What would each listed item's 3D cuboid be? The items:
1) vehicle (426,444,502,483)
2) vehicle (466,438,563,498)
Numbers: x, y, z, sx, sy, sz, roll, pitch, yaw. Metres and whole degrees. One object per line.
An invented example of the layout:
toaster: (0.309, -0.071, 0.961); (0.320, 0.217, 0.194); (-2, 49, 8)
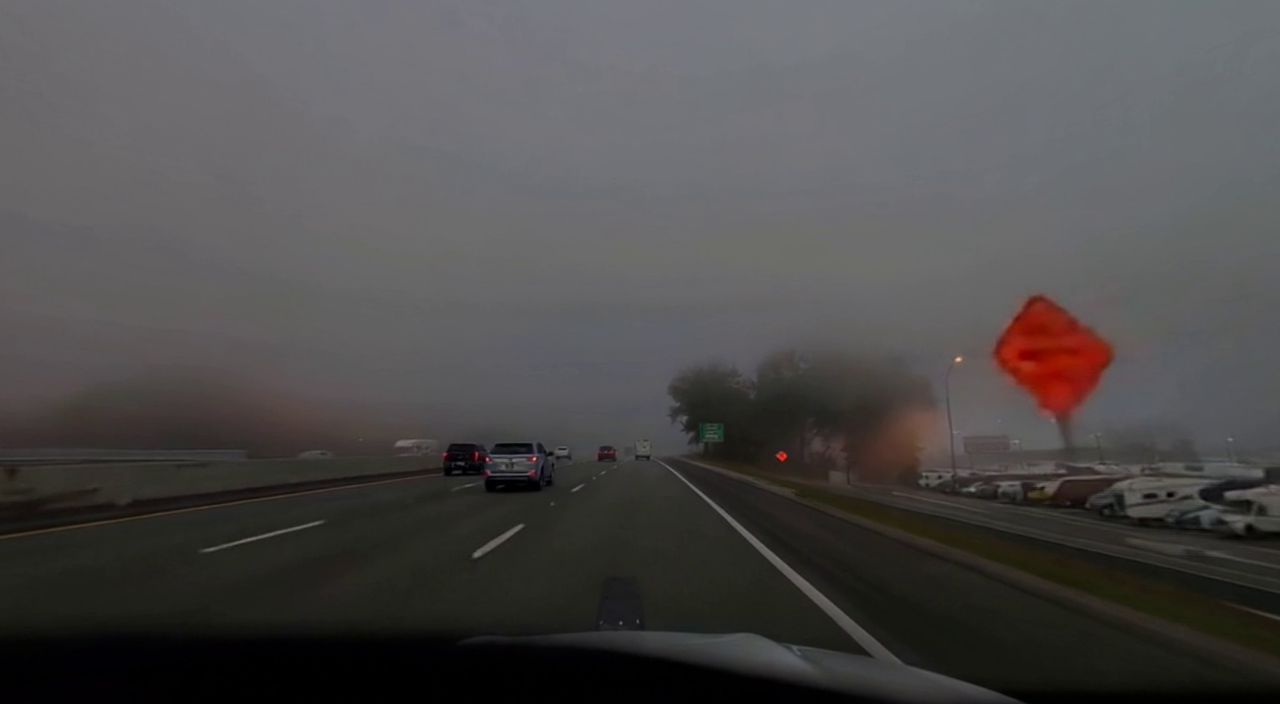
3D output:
vehicle: (-7.557, 4.822, 27.570); (1.991, 1.538, 4.360); (0, -9, 1)
vehicle: (-3.793, 3.595, 19.903); (2.070, 1.665, 4.213); (0, -9, 2)
